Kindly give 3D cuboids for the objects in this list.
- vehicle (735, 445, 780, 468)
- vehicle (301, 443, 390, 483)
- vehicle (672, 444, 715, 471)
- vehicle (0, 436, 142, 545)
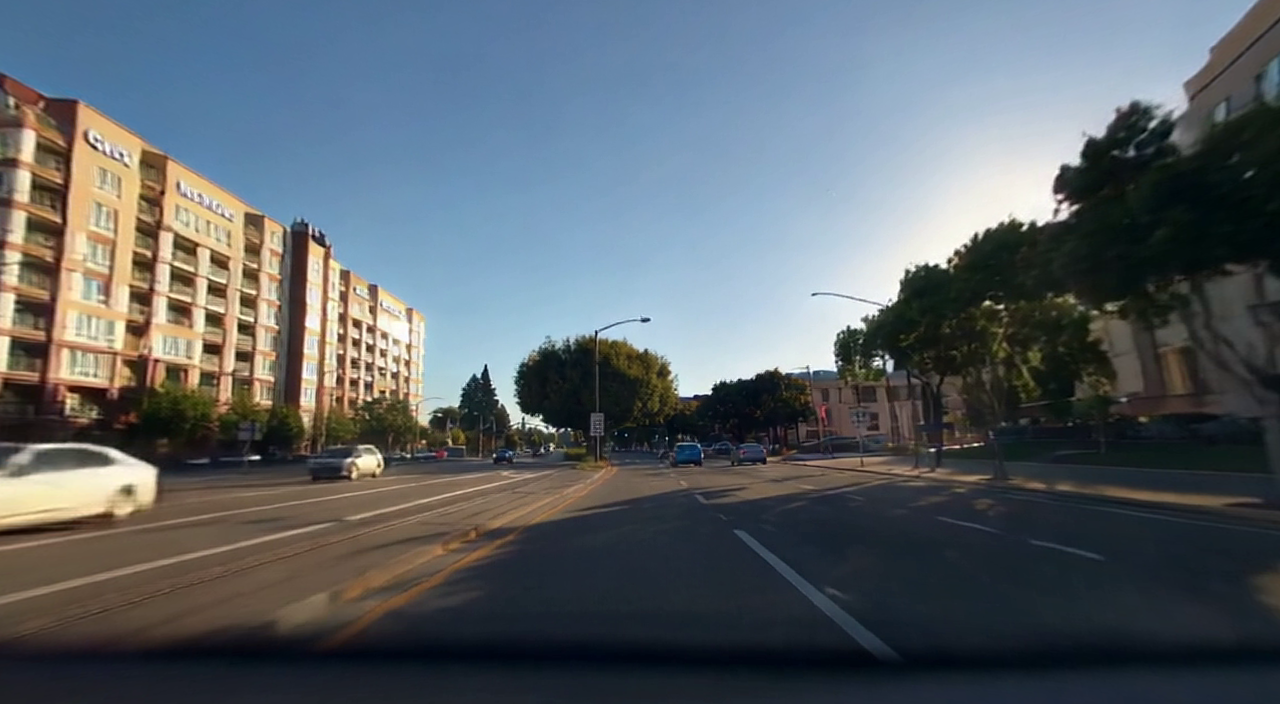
[{"bbox_3d":[7.561,6.775,41.062,1.932,1.439,4.159,0,-9,-2],"label":"vehicle"},{"bbox_3d":[-13.386,5.064,29.056,1.953,1.688,4.435,0,-9,0],"label":"vehicle"},{"bbox_3d":[3.184,6.356,38.317,2.020,1.479,4.650,0,-9,-2],"label":"vehicle"},{"bbox_3d":[-10.060,1.986,9.055,2.012,1.520,4.645,0,-9,1],"label":"vehicle"}]
